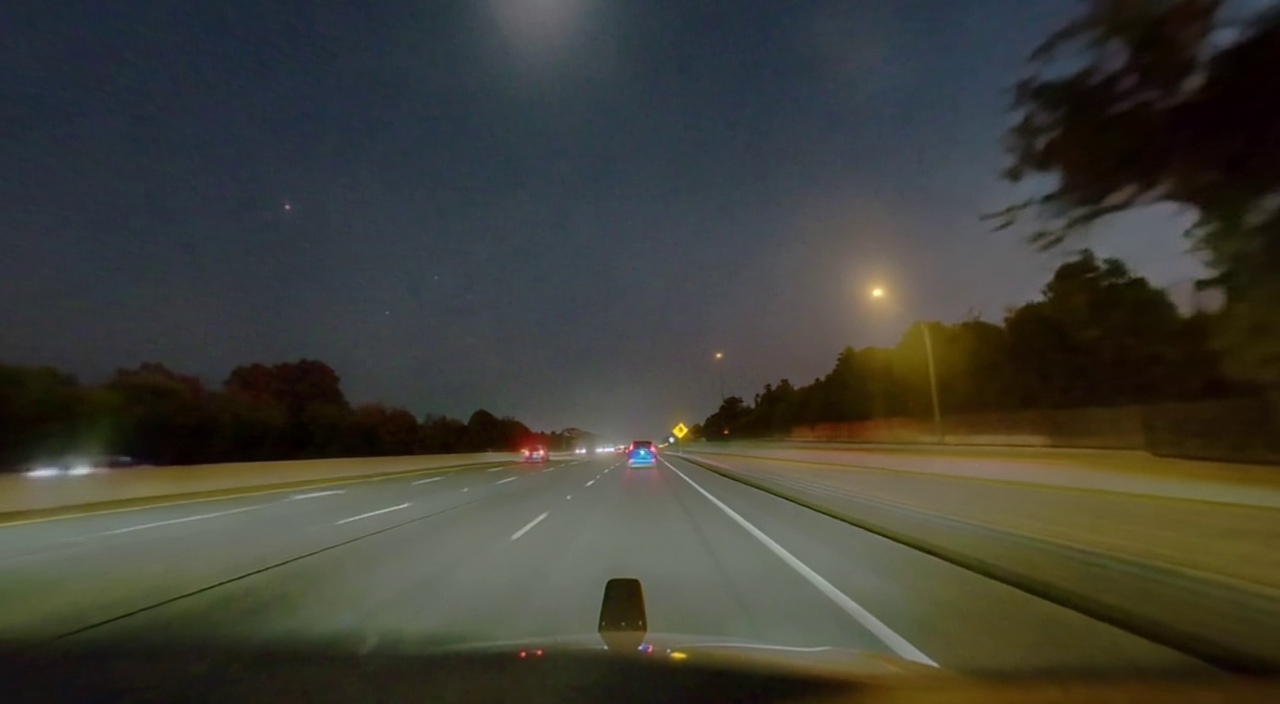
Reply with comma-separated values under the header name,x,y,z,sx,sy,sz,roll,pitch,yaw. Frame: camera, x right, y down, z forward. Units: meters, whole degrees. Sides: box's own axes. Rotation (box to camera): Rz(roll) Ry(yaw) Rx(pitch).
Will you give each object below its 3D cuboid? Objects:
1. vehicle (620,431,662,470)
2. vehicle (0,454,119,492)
name,x,y,z,sx,sy,sz,roll,pitch,yaw
vehicle,0.049,5.857,37.511,2.318,2.145,4.561,0,-8,0
vehicle,-26.663,5.505,28.981,1.796,1.530,4.250,0,-8,0
